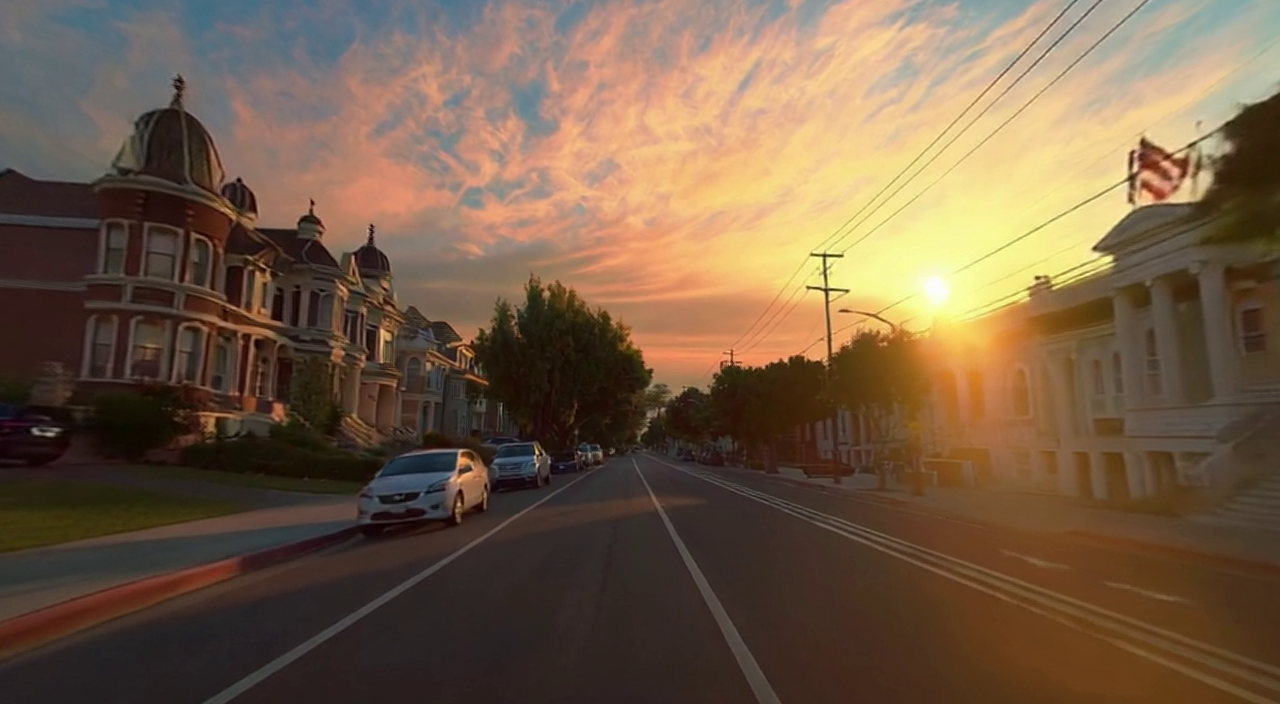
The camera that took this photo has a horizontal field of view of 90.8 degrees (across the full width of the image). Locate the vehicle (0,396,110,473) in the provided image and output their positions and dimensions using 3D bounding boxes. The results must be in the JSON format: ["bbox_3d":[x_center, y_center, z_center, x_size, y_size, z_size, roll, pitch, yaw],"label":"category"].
[{"bbox_3d":[-17.610,2.235,17.082,4.465,1.933,2.198,0,-8,-1],"label":"vehicle"}]

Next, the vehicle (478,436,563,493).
[{"bbox_3d":[-4.399,4.258,24.271,2.189,1.887,5.616,-1,-9,0],"label":"vehicle"}]

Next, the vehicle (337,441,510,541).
[{"bbox_3d":[-3.893,2.544,12.360,1.825,1.542,4.715,0,-9,-1],"label":"vehicle"}]
